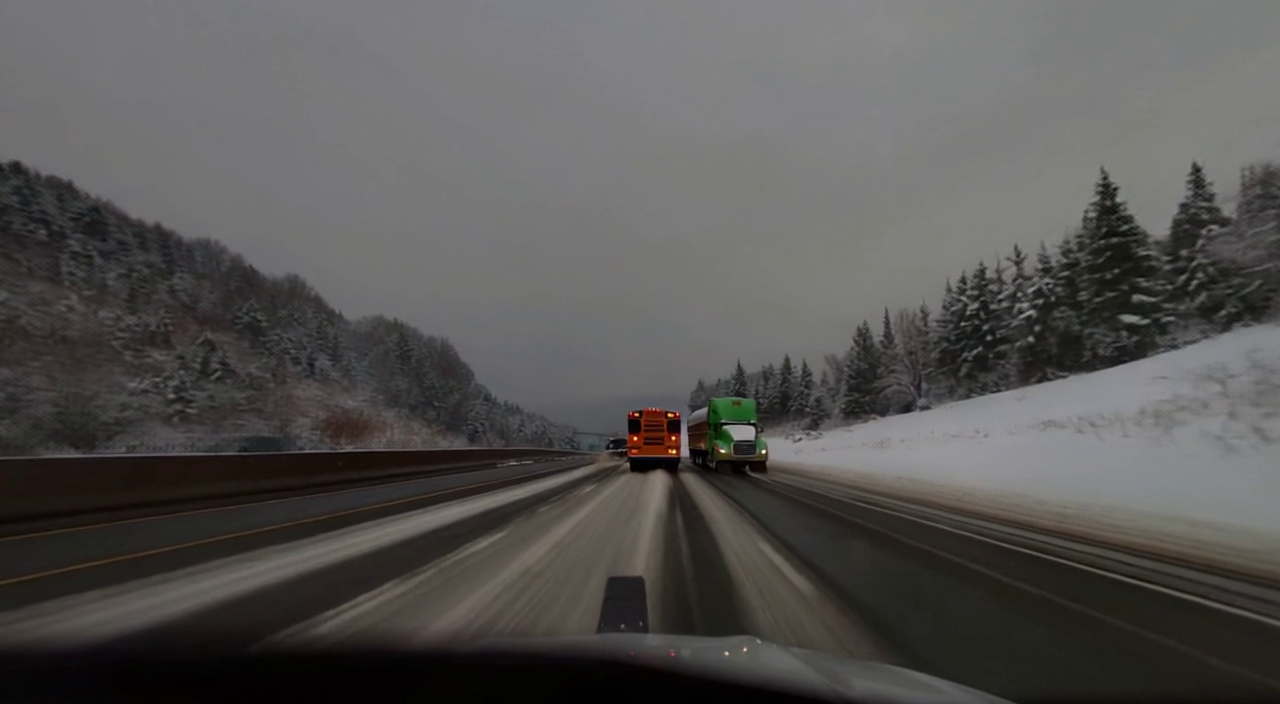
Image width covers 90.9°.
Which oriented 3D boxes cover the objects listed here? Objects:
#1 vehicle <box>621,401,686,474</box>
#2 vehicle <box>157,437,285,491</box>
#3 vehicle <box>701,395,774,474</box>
[{"bbox_3d":[0.810,4.605,33.682,2.948,3.265,10.569,0,-8,2],"label":"vehicle"},{"bbox_3d":[-21.045,5.626,32.115,2.252,2.460,5.895,0,-8,2],"label":"vehicle"},{"bbox_3d":[4.898,4.364,33.113,2.716,3.705,7.018,0,-8,0],"label":"vehicle"}]
